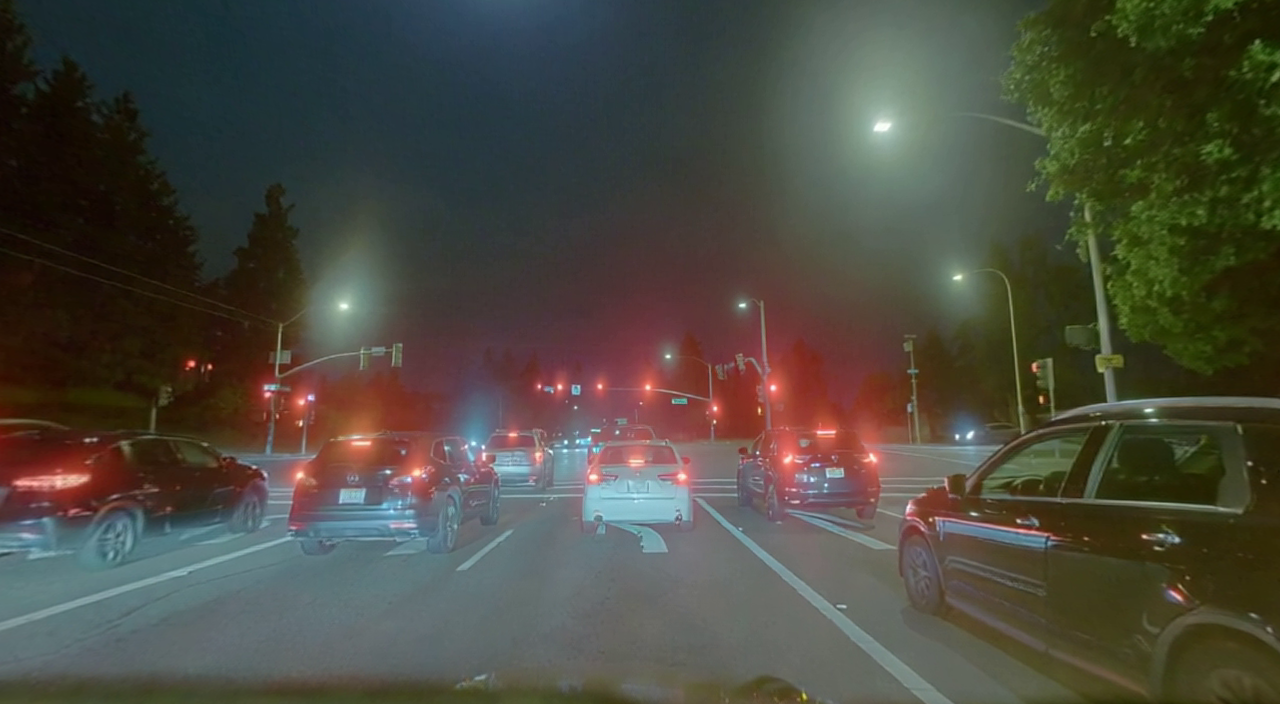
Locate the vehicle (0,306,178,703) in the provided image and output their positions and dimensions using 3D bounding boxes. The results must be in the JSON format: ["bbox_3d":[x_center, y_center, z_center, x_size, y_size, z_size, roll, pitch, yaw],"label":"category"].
[{"bbox_3d":[-3.200,0.497,0.603,2.079,1.756,4.676,0,-8,-2],"label":"vehicle"}]

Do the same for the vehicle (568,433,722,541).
[{"bbox_3d":[0.004,2.098,10.424,2.076,1.438,3.770,0,-8,-2],"label":"vehicle"}]

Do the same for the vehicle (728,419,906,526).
[{"bbox_3d":[3.072,2.196,12.018,2.106,1.667,4.101,0,-8,-1],"label":"vehicle"}]

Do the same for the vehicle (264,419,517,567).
[{"bbox_3d":[-3.061,1.811,8.895,1.896,1.546,4.378,0,-8,-2],"label":"vehicle"}]

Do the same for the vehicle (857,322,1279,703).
[{"bbox_3d":[3.155,0.989,3.738,2.074,1.685,4.387,0,-8,-1],"label":"vehicle"}]
